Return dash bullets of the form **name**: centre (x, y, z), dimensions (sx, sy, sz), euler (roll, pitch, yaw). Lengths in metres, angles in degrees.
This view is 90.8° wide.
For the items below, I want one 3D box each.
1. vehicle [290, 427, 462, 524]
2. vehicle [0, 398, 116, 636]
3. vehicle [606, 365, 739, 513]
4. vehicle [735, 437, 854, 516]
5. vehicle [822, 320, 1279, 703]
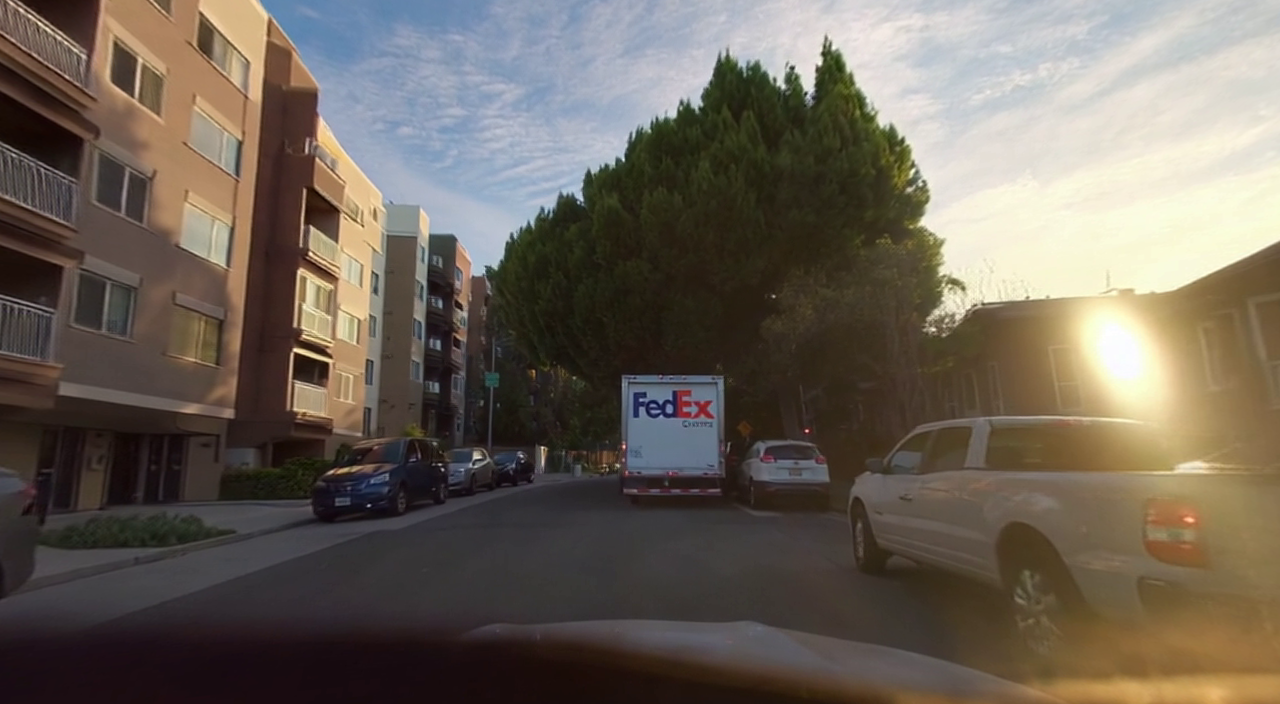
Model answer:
- **vehicle**: centre (-5.817, 2.763, 14.718), dimensions (2.020, 1.867, 4.654), euler (0, -8, -1)
- **vehicle**: centre (-5.835, 1.058, 3.523), dimensions (2.089, 1.757, 4.256), euler (0, -8, 1)
- **vehicle**: centre (0.669, 2.527, 18.225), dimensions (2.930, 3.275, 8.180), euler (0, -8, -1)
- **vehicle**: centre (3.478, 2.860, 14.999), dimensions (1.868, 1.623, 3.815), euler (0, -8, 0)
- **vehicle**: centre (3.516, 1.244, 5.522), dimensions (2.221, 1.991, 5.564), euler (0, -8, 0)
